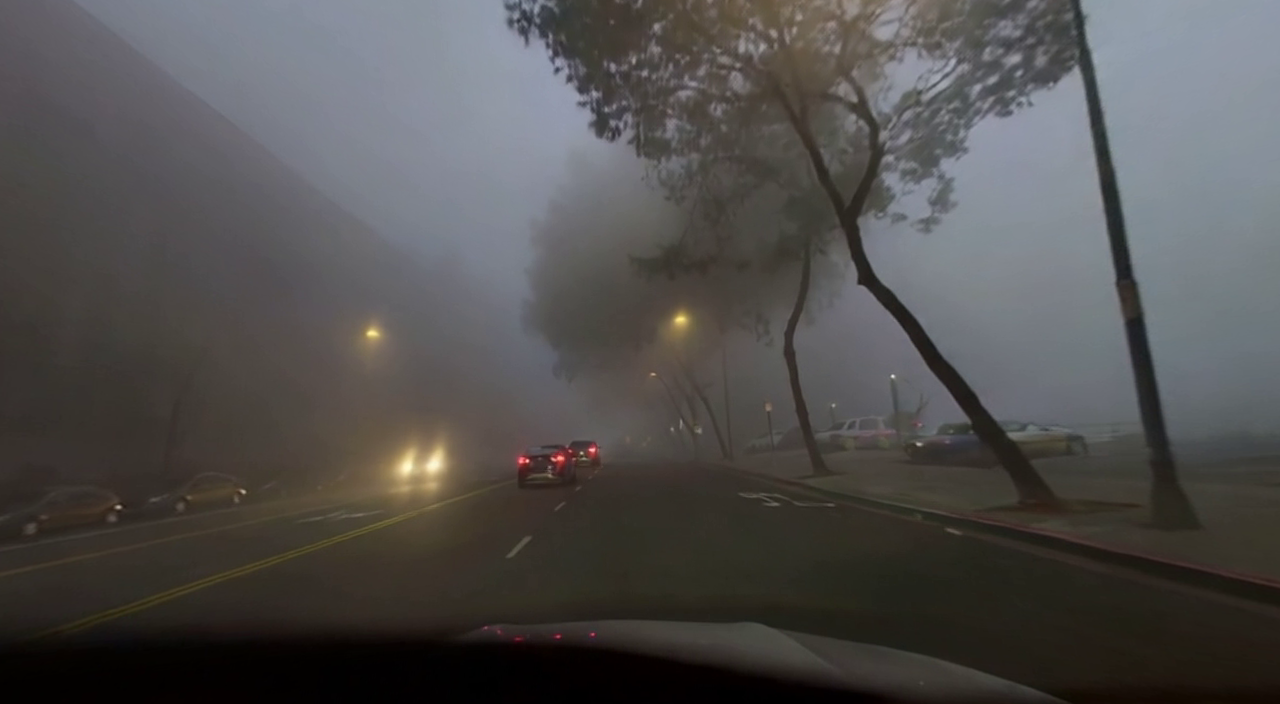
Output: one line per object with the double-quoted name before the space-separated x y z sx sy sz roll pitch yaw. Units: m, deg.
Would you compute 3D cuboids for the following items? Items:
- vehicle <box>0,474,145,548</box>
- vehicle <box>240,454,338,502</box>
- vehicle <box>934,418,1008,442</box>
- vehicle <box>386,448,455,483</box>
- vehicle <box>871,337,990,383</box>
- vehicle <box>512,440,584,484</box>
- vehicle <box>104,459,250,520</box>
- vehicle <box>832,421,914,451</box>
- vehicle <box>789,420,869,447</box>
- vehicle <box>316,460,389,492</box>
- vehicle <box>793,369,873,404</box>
"vehicle" -15.996 4.139 16.932 1.871 1.485 4.573 0 -8 -2
"vehicle" -16.416 5.854 29.832 2.079 1.847 4.592 -4 -8 -1
"vehicle" 24.958 5.891 47.657 4.439 1.688 2.101 0 -9 -10
"vehicle" -10.640 5.486 30.973 1.884 1.518 4.380 0 -8 -1
"vehicle" 11.482 0.337 25.172 3.827 1.556 1.730 -1 -10 -1
"vehicle" -3.272 3.966 23.181 2.051 1.454 4.132 0 -8 -1
"vehicle" -16.310 4.806 22.628 1.897 1.805 4.538 0 -8 -3
"vehicle" 12.240 4.427 33.292 3.527 1.496 1.836 0 -6 -4
"vehicle" 12.328 5.382 41.541 4.619 1.626 2.121 -1 -9 3
"vehicle" -16.173 6.980 35.828 2.021 1.438 4.616 -2 -8 0
"vehicle" 11.053 2.005 36.282 3.826 1.601 1.807 -4 -7 -5
